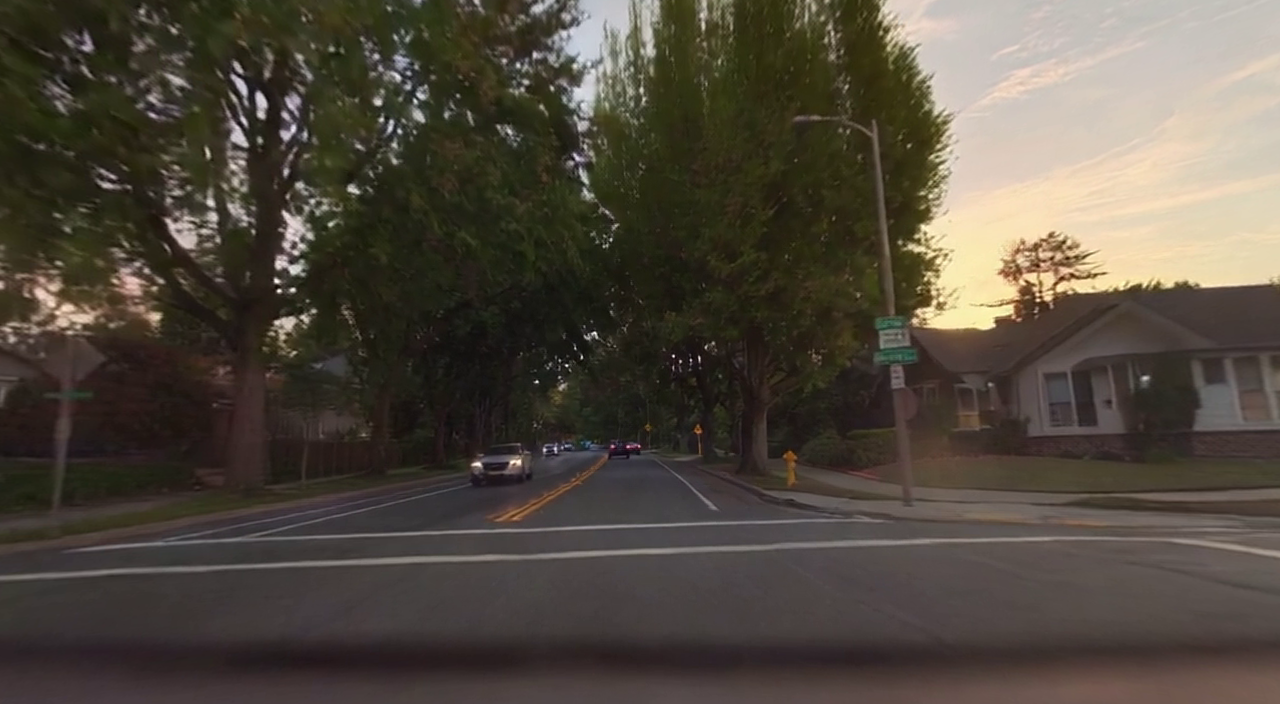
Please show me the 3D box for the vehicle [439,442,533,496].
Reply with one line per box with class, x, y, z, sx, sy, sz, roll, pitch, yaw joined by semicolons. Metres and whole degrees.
vehicle;-4.831;3.714;20.446;1.938;1.519;4.227;0;-8;1
